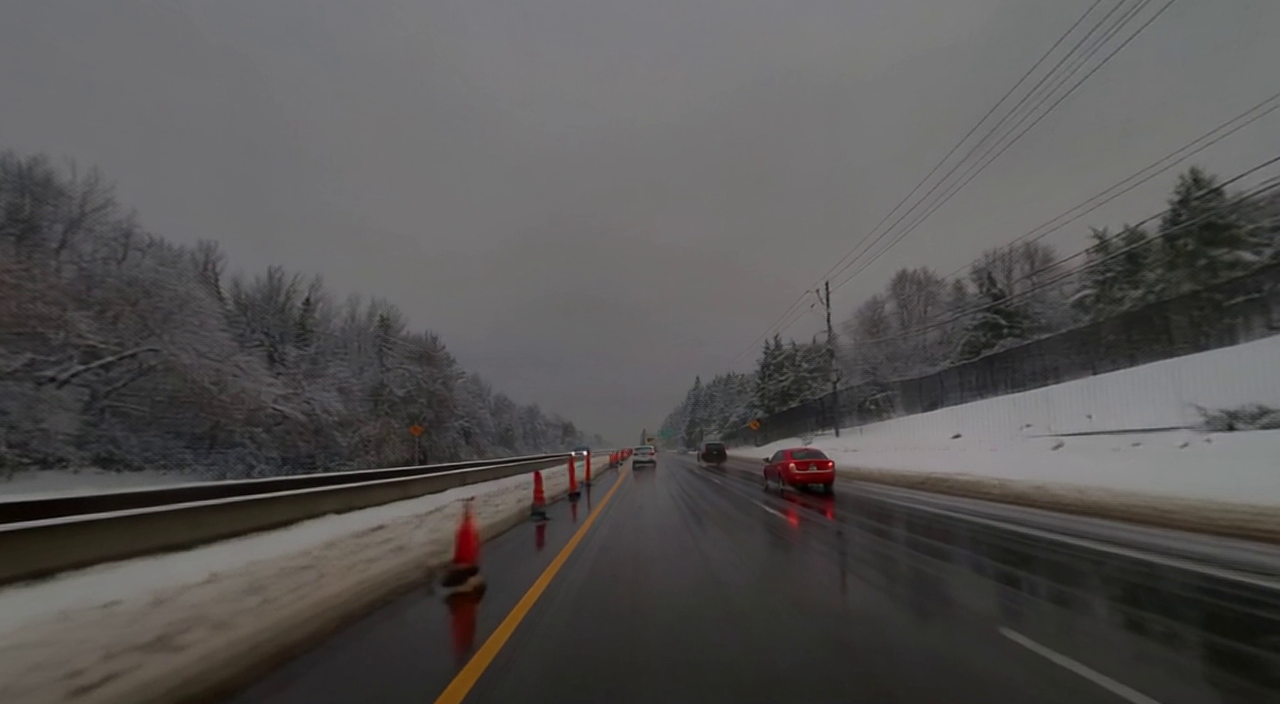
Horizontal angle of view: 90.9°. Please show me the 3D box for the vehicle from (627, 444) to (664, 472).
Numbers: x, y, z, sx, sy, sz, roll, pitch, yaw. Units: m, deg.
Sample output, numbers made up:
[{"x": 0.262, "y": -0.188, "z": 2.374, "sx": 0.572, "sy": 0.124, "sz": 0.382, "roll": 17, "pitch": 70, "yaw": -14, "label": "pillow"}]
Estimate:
[{"x": 0.353, "y": 6.381, "z": 38.184, "sx": 2.096, "sy": 1.583, "sz": 4.150, "roll": 0, "pitch": -8, "yaw": 1, "label": "vehicle"}]

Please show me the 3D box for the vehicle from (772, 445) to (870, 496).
[{"x": 5.501, "y": 3.632, "z": 19.769, "sx": 1.881, "sy": 1.409, "sz": 4.016, "roll": 0, "pitch": -8, "yaw": 0, "label": "vehicle"}]
